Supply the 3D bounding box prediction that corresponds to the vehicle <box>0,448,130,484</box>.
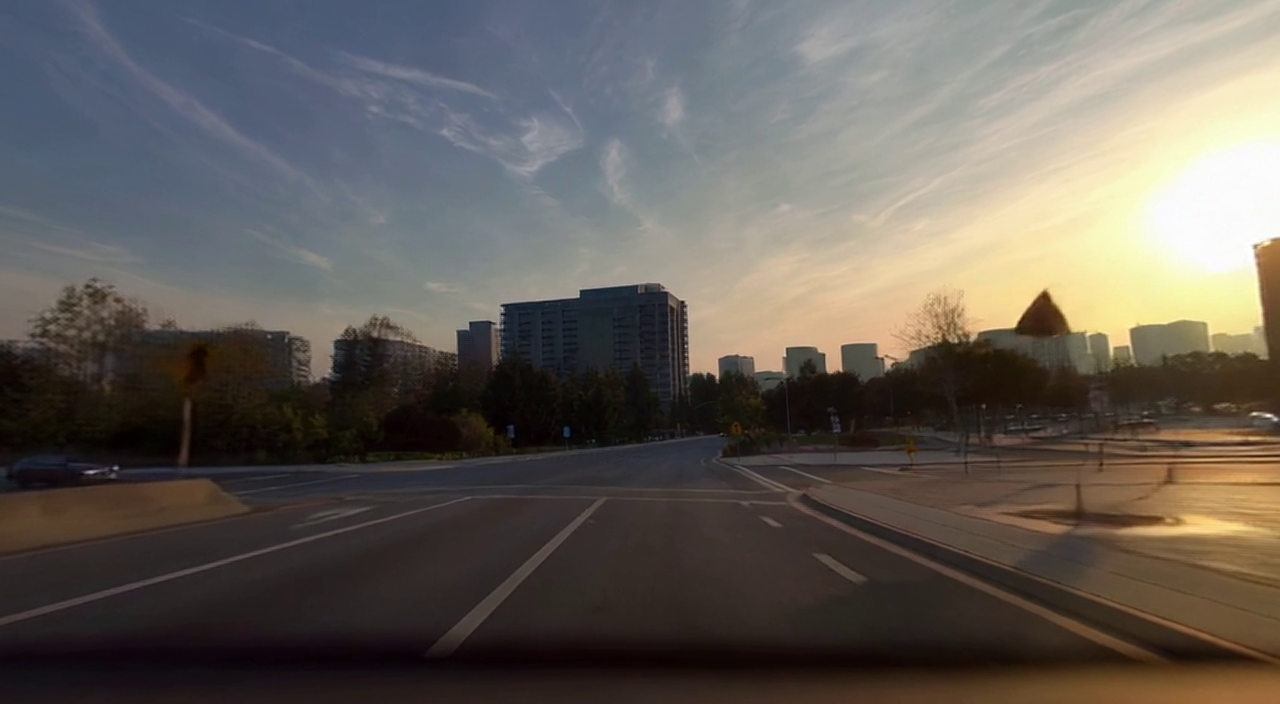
[{"bbox_3d":[-25.629,4.964,27.668,4.935,1.476,2.141,-1,-8,8],"label":"vehicle"}]
